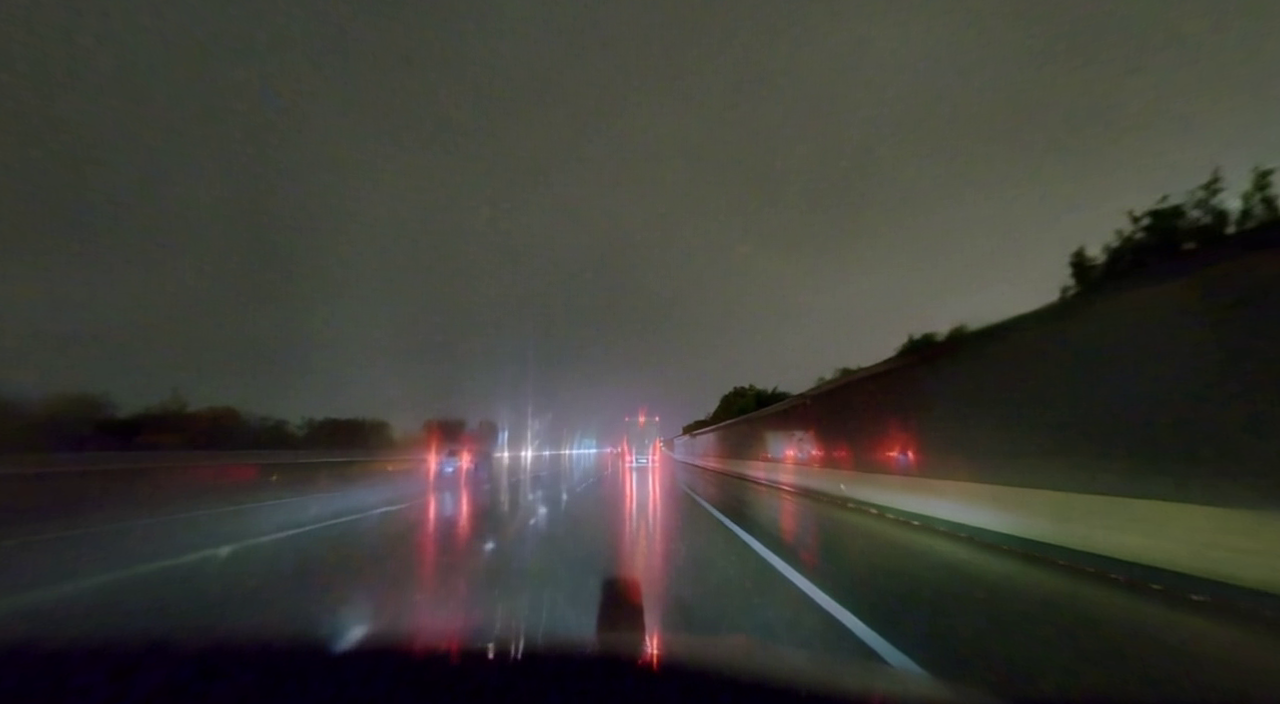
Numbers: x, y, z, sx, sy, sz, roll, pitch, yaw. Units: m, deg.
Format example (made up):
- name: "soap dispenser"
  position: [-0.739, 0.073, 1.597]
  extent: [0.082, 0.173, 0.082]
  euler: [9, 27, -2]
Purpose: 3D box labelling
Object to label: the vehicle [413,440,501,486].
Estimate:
- name: "vehicle"
  position: [-7.312, 4.510, 25.804]
  extent: [2.067, 1.676, 4.789]
  euler: [0, -9, 1]
